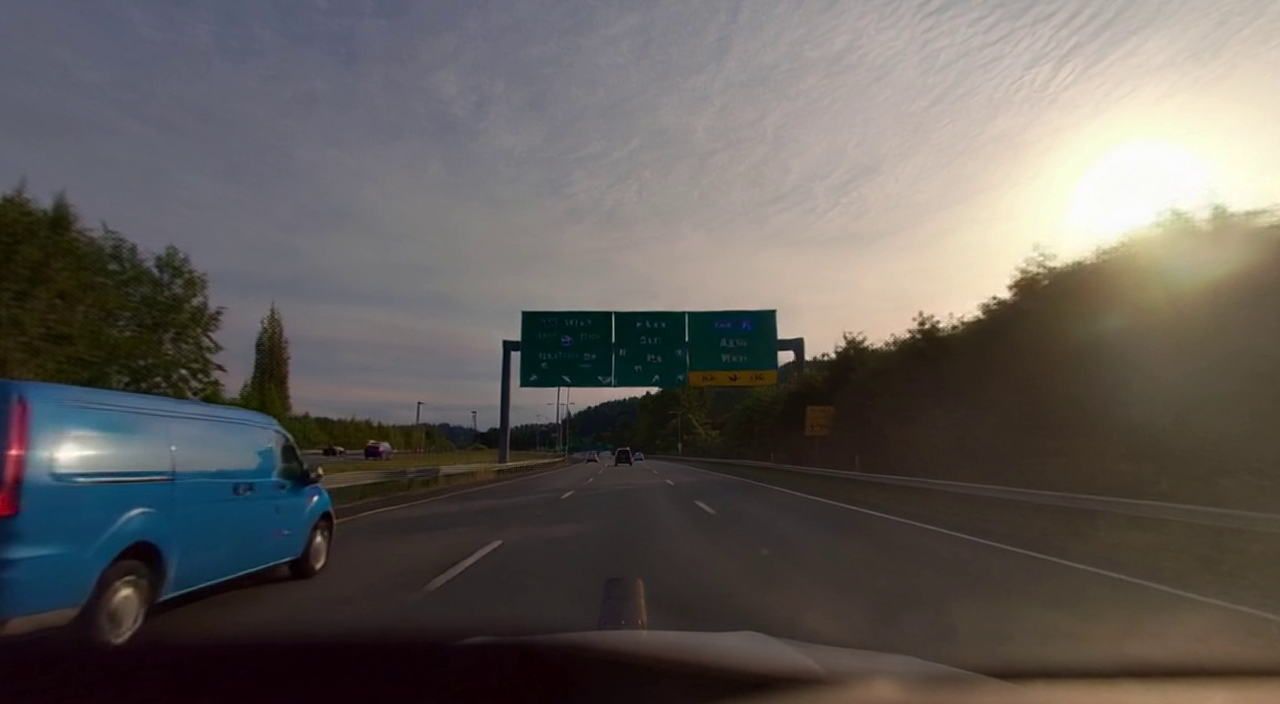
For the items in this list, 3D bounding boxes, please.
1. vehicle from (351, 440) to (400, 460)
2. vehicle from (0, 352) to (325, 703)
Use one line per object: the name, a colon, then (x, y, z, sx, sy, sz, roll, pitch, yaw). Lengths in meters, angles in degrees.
vehicle: (-19.933, 7.402, 47.668, 1.901, 1.465, 4.173, 0, -9, 0)
vehicle: (-4.155, 1.067, 4.104, 1.971, 1.795, 4.389, 0, -9, -1)
